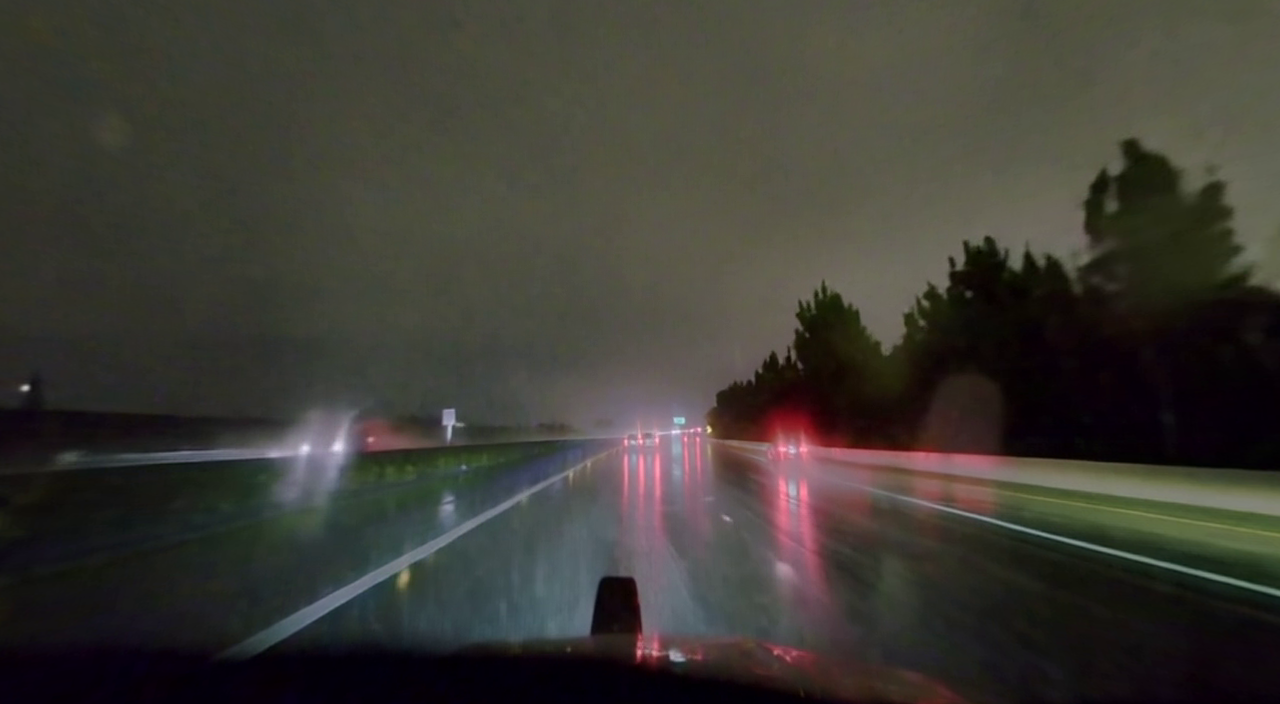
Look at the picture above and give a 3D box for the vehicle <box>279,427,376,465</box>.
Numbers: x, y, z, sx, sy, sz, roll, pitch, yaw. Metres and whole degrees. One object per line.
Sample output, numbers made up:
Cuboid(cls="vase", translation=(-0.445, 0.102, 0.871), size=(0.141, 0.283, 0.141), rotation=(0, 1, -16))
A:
Cuboid(cls="vehicle", translation=(-15.070, 4.569, 30.700), size=(2.048, 1.687, 5.274), rotation=(0, -8, 0))
